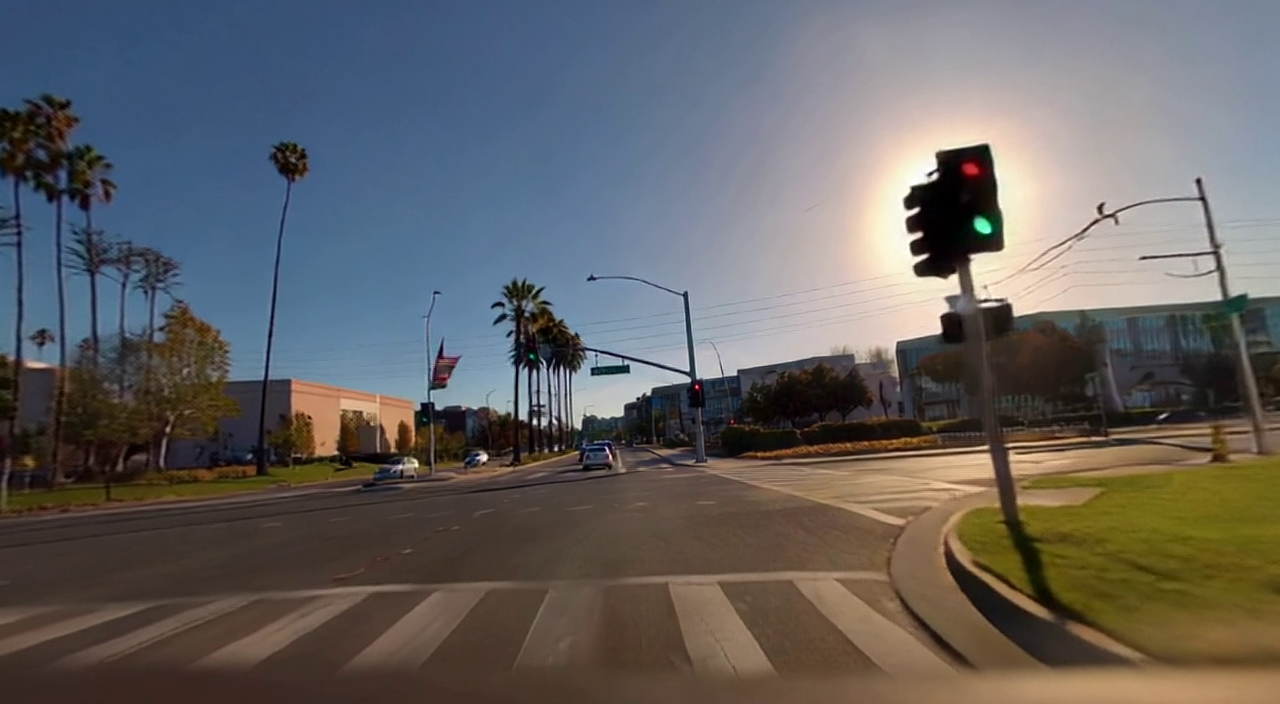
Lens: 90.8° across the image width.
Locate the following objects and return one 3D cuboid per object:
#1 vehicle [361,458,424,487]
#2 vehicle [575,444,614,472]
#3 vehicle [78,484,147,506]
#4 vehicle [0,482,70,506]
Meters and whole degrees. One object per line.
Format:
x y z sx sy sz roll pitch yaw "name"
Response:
-14.776 7.184 37.989 1.997 1.480 4.715 0 -9 -2 "vehicle"
-2.510 6.012 36.082 2.063 1.474 4.334 0 -8 -2 "vehicle"
-40.501 11.000 48.599 3.543 1.445 1.912 0 -8 -2 "vehicle"
-39.503 9.210 40.974 3.398 1.395 1.633 -2 -10 0 "vehicle"
